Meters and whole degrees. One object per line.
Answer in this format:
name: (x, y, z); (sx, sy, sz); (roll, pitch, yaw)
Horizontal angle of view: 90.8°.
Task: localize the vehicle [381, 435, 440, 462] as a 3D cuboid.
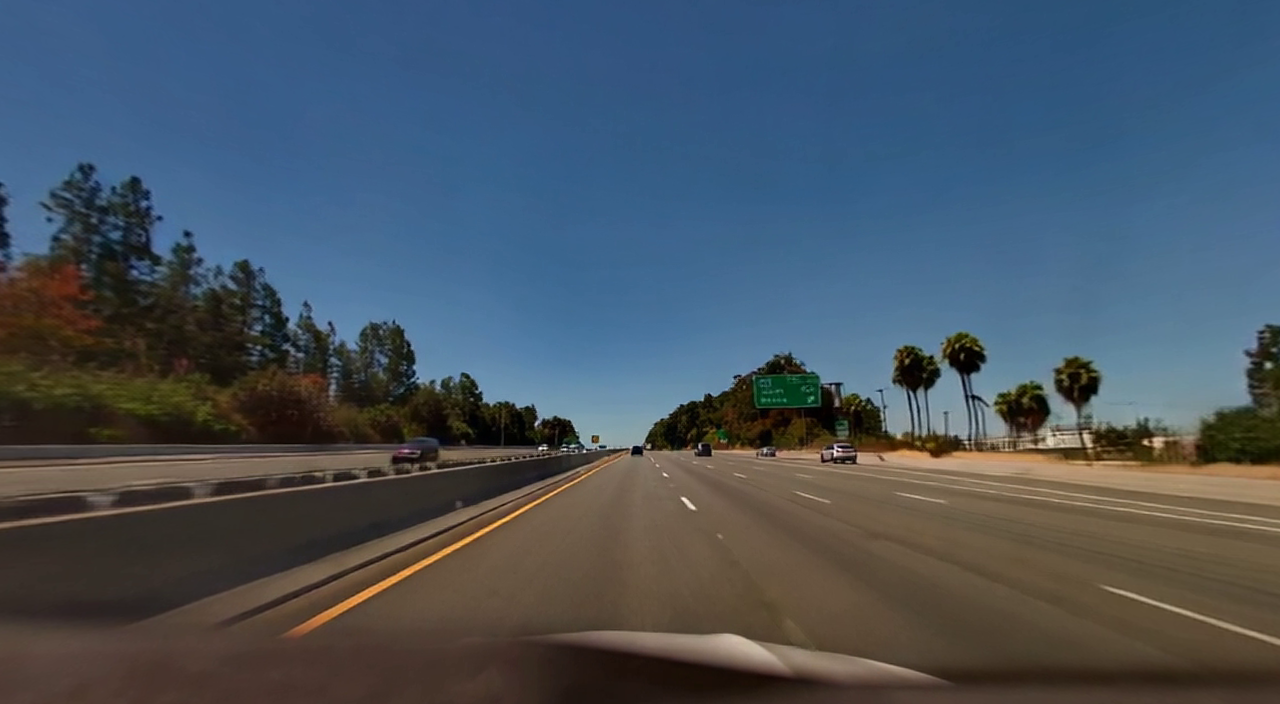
vehicle: (-13.469, 5.684, 37.320); (1.881, 1.496, 4.351); (0, -8, 0)
